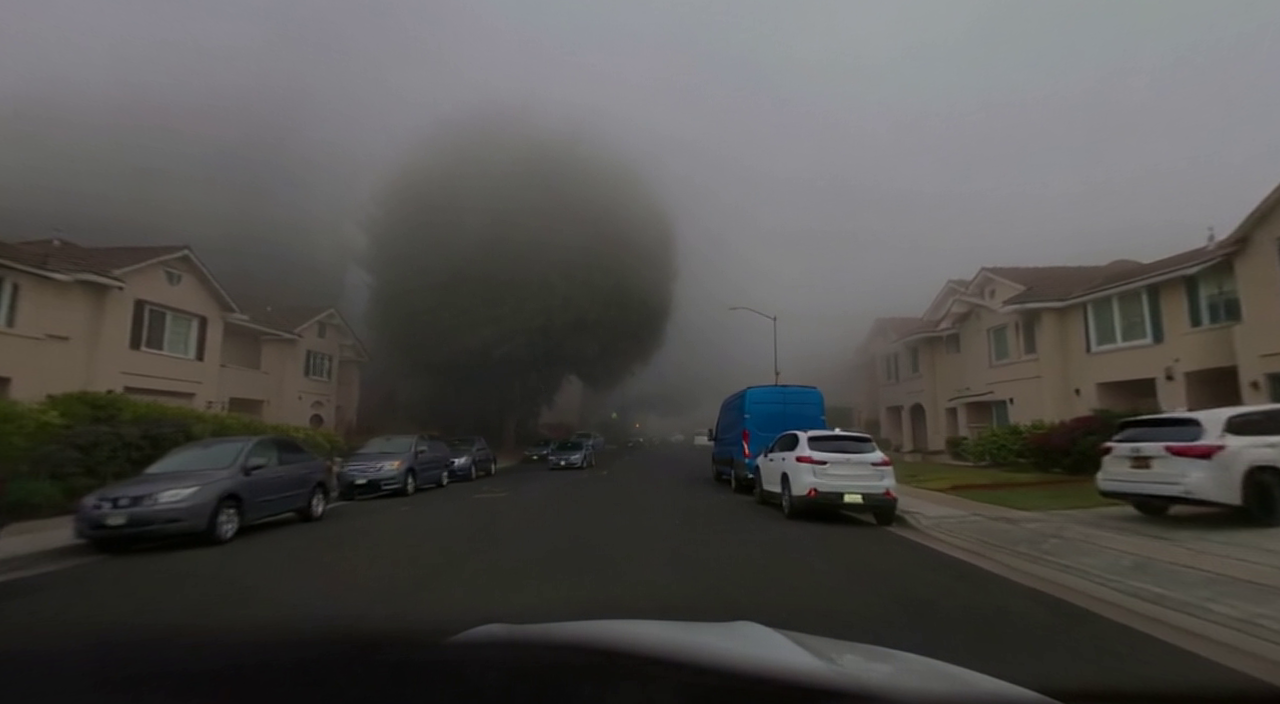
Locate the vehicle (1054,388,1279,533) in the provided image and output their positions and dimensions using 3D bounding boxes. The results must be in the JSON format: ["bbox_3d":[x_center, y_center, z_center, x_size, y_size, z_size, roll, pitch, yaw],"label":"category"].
[{"bbox_3d":[8.188,1.348,8.277,4.511,1.528,1.992,2,-8,-15],"label":"vehicle"}]

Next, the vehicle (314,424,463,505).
[{"bbox_3d":[-5.785,2.558,15.004,1.834,1.532,3.628,3,-6,3],"label":"vehicle"}]

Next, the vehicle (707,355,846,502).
[{"bbox_3d":[3.210,2.027,16.573,2.317,3.096,6.383,0,-8,1],"label":"vehicle"}]

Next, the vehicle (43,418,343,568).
[{"bbox_3d":[-5.860,1.790,8.844,1.734,1.549,3.465,-4,-7,-1],"label":"vehicle"}]

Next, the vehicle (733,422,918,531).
[{"bbox_3d":[2.911,2.034,11.015,1.955,1.500,4.410,0,-8,1],"label":"vehicle"}]

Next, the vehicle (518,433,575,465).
[{"bbox_3d":[-4.652,4.859,31.886,1.941,1.515,3.995,-1,-8,5],"label":"vehicle"}]
